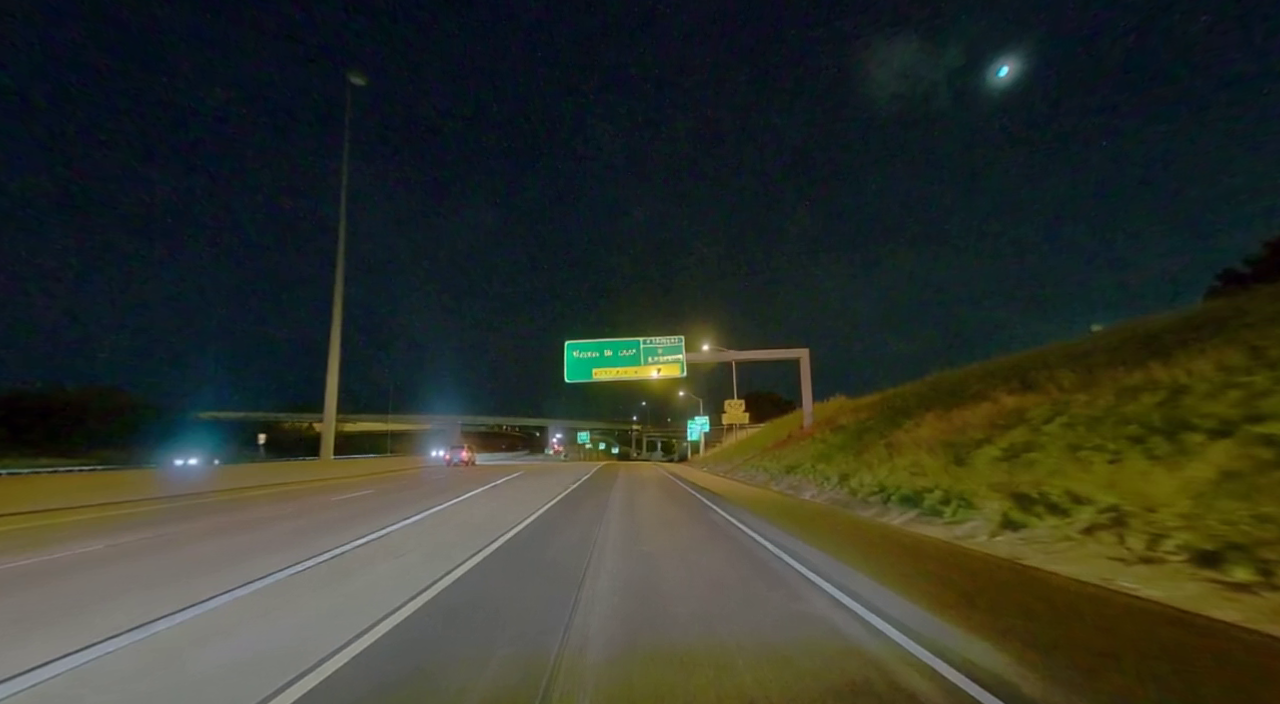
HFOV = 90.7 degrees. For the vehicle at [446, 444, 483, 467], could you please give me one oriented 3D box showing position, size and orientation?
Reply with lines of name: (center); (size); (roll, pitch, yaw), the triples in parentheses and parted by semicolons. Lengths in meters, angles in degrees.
vehicle: (-13.598, 8.018, 49.224); (2.018, 1.710, 4.252); (0, -9, -5)
